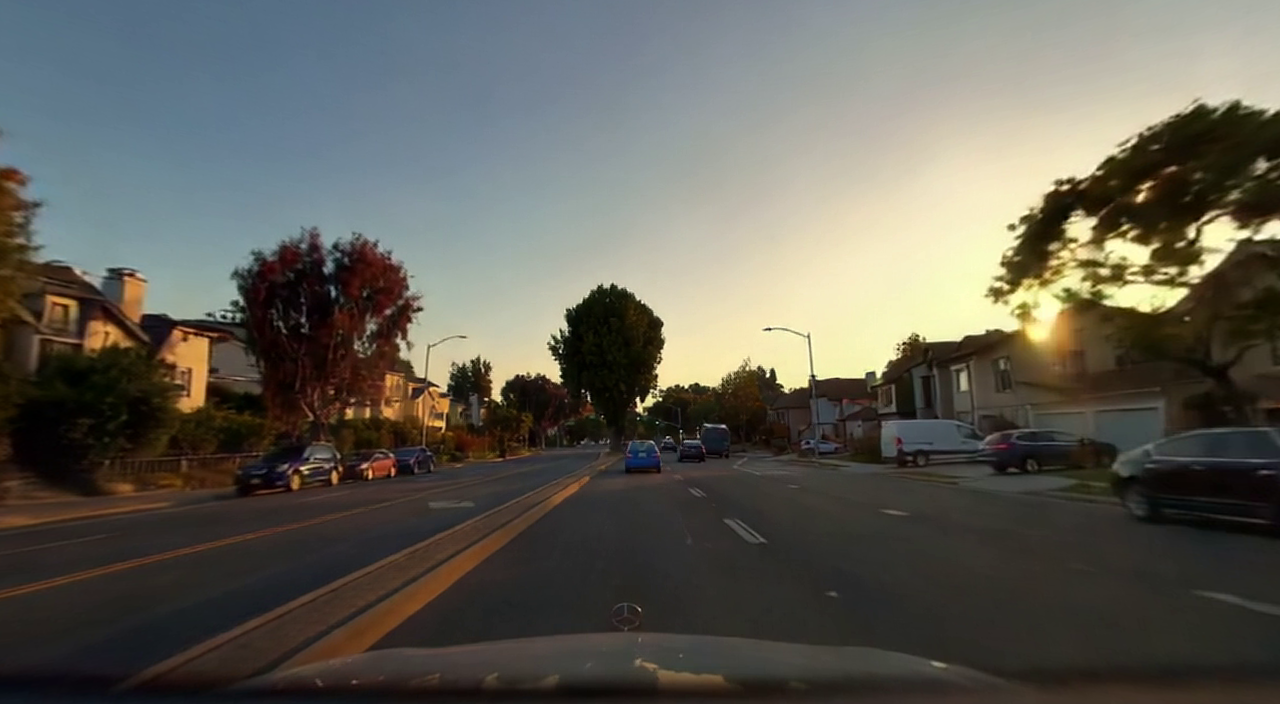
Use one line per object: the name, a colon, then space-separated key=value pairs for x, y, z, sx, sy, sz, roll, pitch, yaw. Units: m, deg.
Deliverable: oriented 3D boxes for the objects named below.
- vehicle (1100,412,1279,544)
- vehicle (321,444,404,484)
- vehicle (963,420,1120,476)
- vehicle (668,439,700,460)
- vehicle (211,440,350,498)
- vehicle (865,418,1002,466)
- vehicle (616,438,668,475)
vehicle: x=9.726 y=1.844 z=9.517 sx=2.139 sy=1.772 sz=4.468 roll=0 pitch=-9 yaw=-1
vehicle: x=-14.468 y=5.845 z=33.301 sx=2.140 sy=1.899 sz=4.900 roll=0 pitch=-9 yaw=0
vehicle: x=15.091 y=3.643 z=23.949 sx=4.481 sy=1.988 sz=2.065 roll=0 pitch=-9 yaw=-1
vehicle: x=3.353 y=7.615 z=49.229 sx=2.161 sy=1.519 sz=4.568 roll=0 pitch=-9 yaw=0
vehicle: x=-14.517 y=4.733 z=26.092 sx=2.351 sy=2.008 sz=5.971 roll=-2 pitch=-8 yaw=-1
vehicle: x=14.711 y=4.538 z=31.947 sx=5.696 sy=2.299 sz=2.292 roll=0 pitch=-9 yaw=-2
vehicle: x=0.033 y=4.538 z=27.614 sx=2.093 sy=1.497 sz=4.010 roll=0 pitch=-9 yaw=-1
